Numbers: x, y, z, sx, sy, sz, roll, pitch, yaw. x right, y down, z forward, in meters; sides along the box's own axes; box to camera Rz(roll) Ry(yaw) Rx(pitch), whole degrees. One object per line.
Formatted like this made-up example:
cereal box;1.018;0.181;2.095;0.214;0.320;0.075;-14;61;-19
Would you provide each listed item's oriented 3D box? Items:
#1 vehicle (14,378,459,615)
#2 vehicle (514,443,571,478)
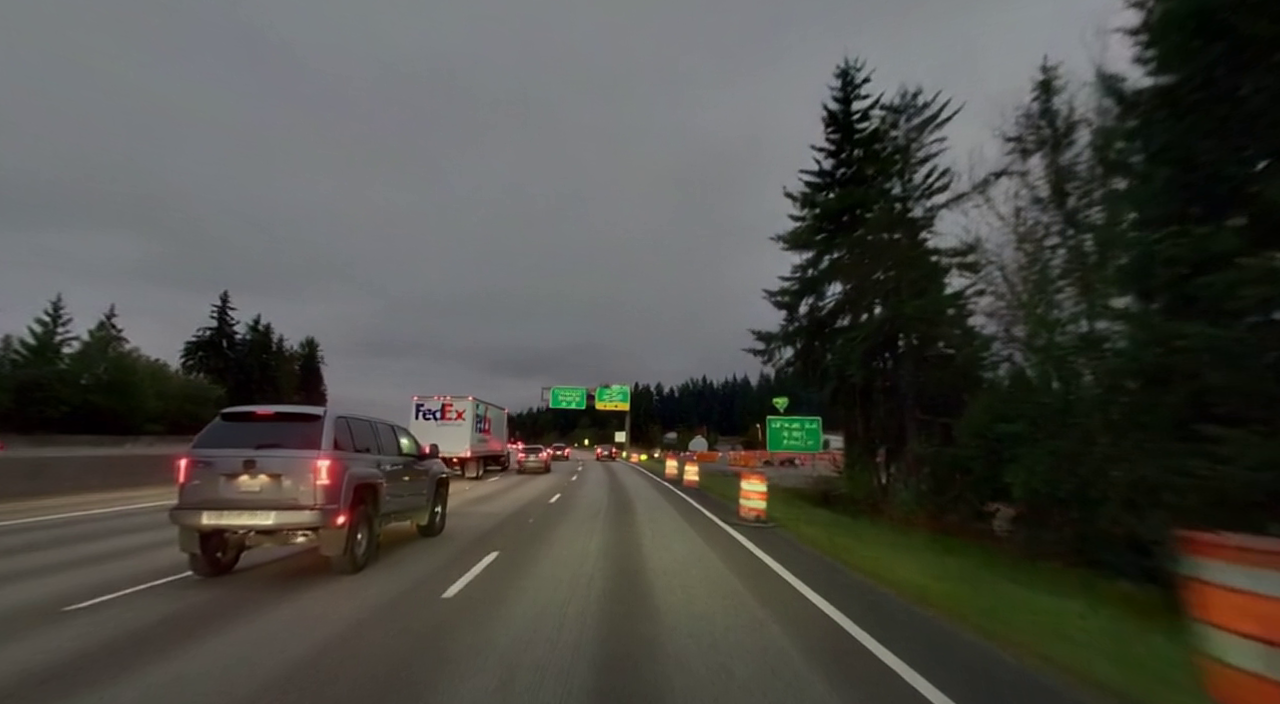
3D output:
vehicle;-3.897;1.490;7.442;2.170;1.886;4.628;0;-9;-1
vehicle;-4.461;5.036;29.588;2.192;1.478;4.591;0;-9;-3
